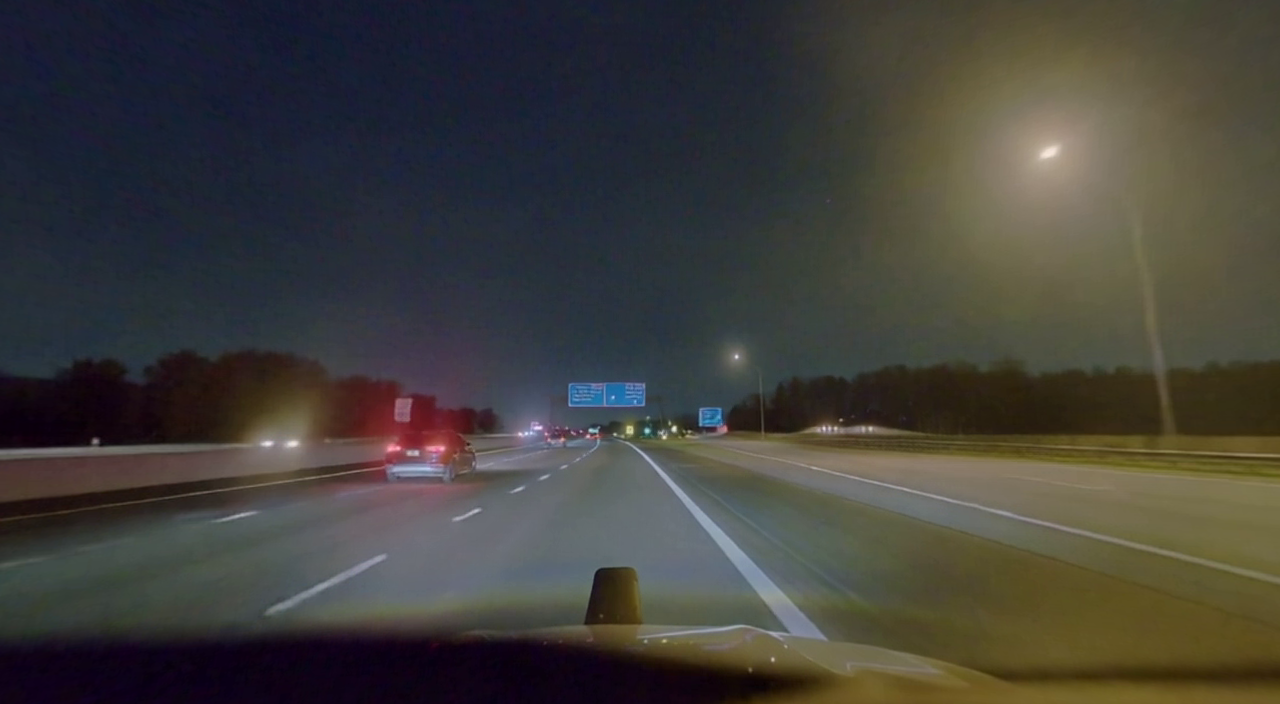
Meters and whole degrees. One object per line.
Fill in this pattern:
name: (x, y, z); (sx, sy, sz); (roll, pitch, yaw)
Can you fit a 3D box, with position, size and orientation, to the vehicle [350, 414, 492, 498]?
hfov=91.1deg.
vehicle: (-5.072, 2.450, 15.251); (2.007, 1.727, 4.040); (0, -8, -1)
